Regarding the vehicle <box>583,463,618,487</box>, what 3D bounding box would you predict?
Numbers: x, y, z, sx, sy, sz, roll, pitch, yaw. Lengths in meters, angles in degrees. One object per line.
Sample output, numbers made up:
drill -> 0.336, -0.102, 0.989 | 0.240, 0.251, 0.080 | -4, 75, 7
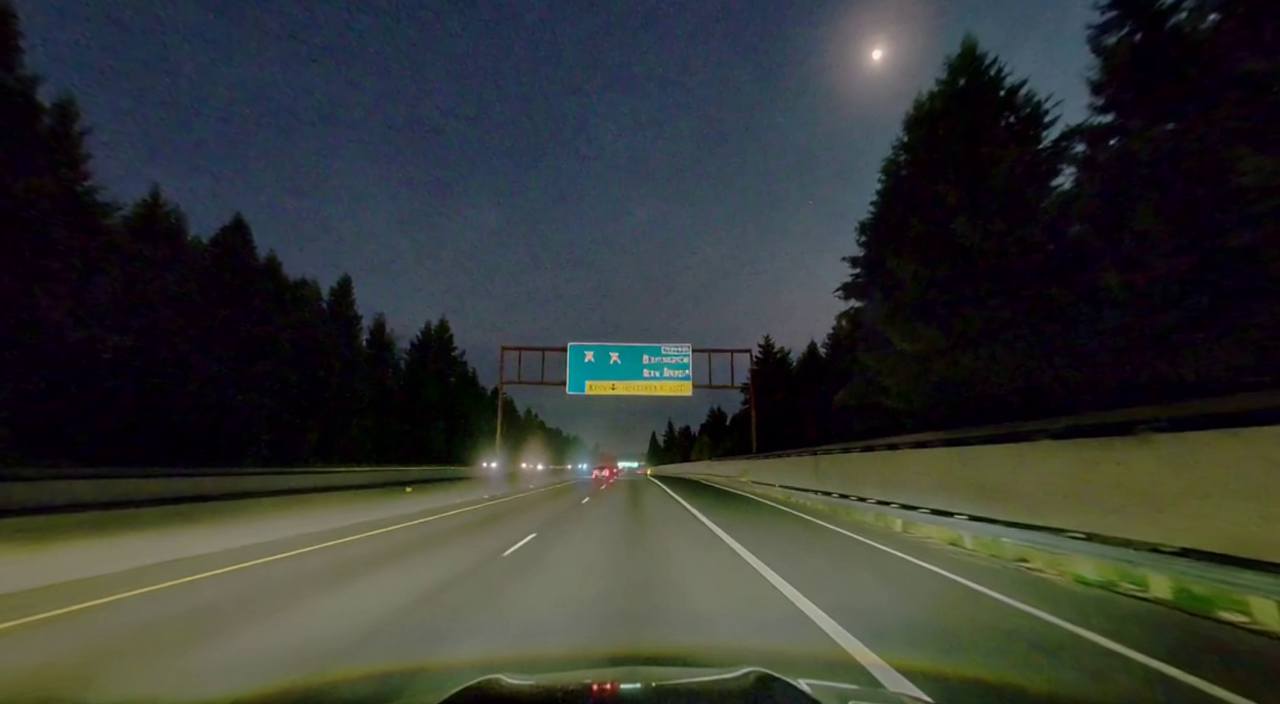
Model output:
vehicle -> -2.703, 8.607, 44.219 | 2.168, 1.561, 4.588 | 1, -10, 0
